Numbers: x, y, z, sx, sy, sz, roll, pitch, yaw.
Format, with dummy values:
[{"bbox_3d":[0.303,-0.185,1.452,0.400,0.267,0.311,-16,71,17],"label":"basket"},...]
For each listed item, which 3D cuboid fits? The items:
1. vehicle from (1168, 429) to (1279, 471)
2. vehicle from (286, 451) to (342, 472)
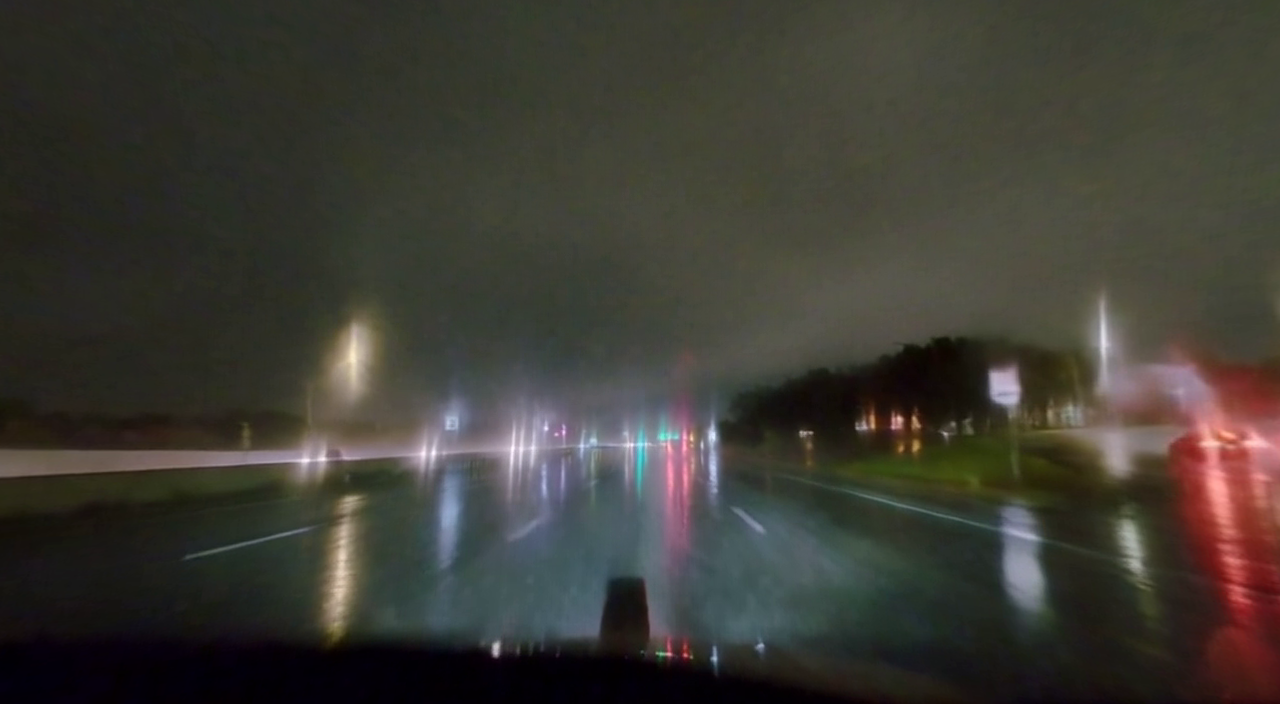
[{"bbox_3d":[25.355,4.256,27.612,2.039,1.658,4.457,-3,-9,22],"label":"vehicle"},{"bbox_3d":[-25.337,8.508,49.236,1.847,1.467,4.604,0,-8,1],"label":"vehicle"}]
